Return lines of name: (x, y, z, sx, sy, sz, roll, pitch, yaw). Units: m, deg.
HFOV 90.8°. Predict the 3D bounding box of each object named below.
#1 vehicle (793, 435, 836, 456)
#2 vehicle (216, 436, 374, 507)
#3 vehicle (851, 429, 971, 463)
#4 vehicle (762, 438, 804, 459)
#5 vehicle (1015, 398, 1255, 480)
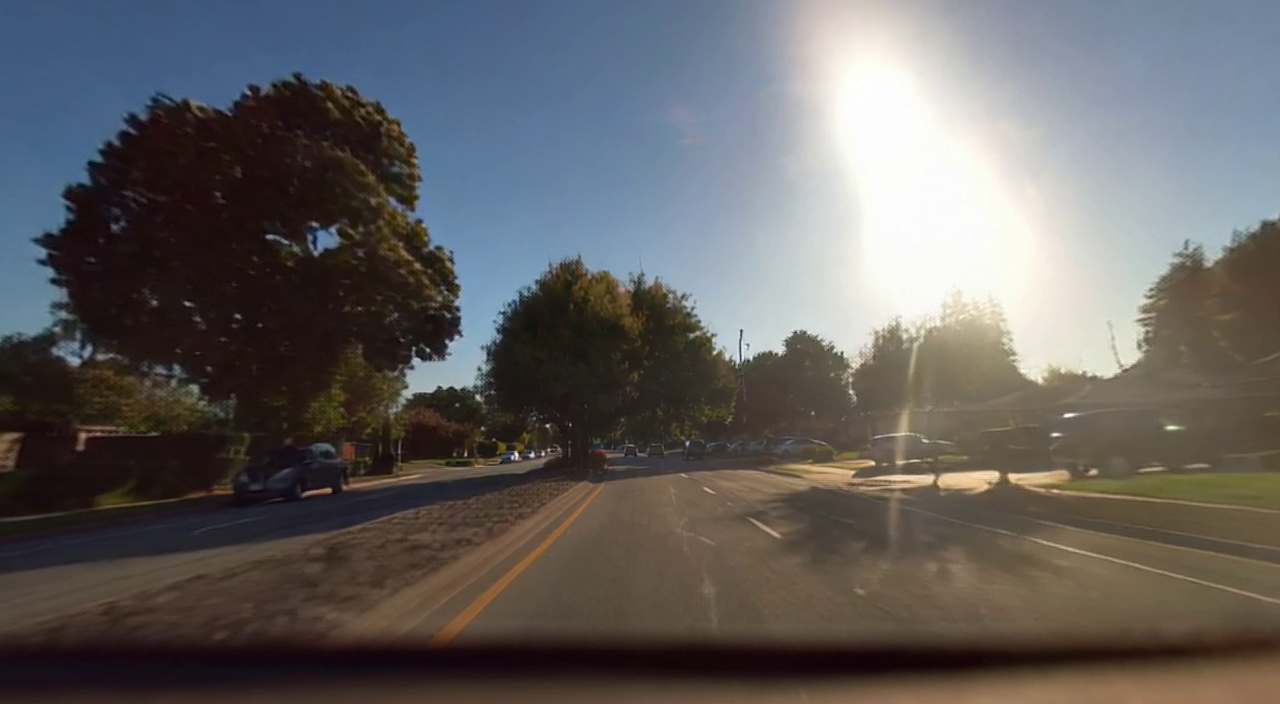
vehicle: (12.912, 6.933, 46.919, 1.889, 1.499, 4.218, 0, -8, -2)
vehicle: (-11.258, 3.960, 21.230, 2.347, 1.960, 5.167, -2, -10, 0)
vehicle: (12.860, 4.484, 30.166, 4.767, 1.557, 1.994, 0, -8, -2)
vehicle: (10.416, 7.051, 46.396, 1.847, 1.455, 4.650, 0, -8, -1)
vehicle: (13.555, 2.420, 17.562, 4.793, 1.744, 2.055, -5, -8, 0)
